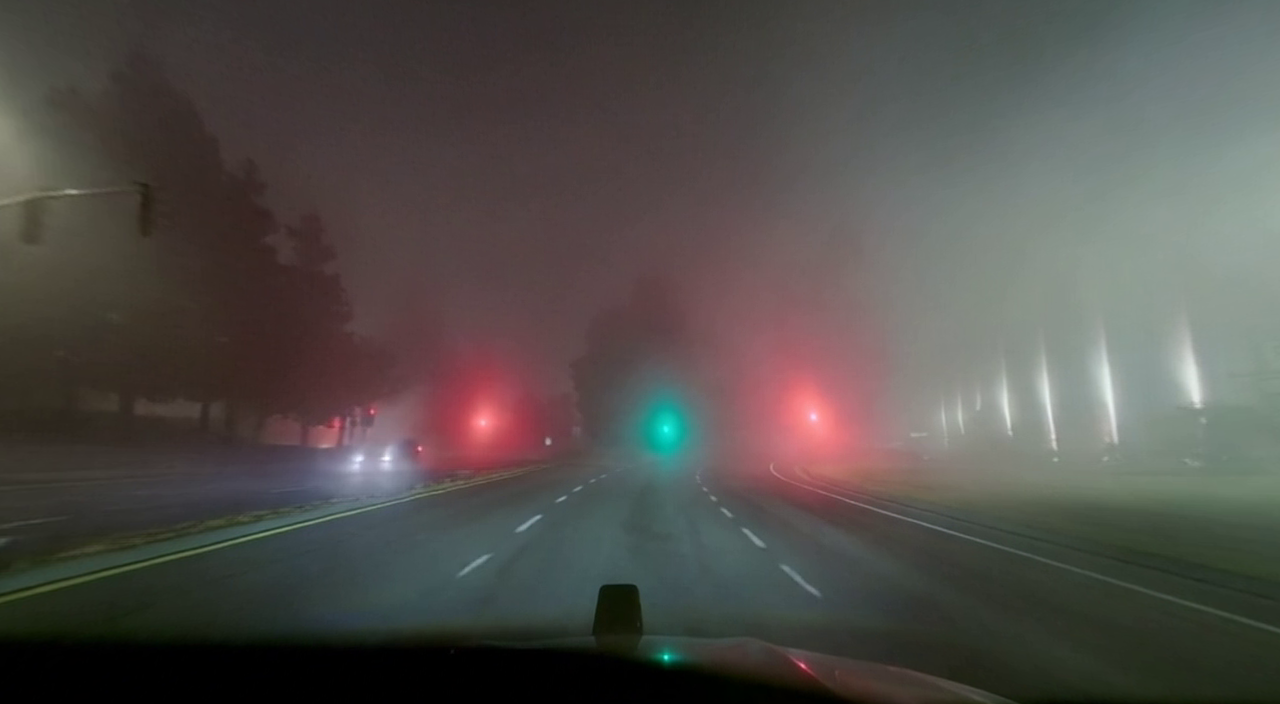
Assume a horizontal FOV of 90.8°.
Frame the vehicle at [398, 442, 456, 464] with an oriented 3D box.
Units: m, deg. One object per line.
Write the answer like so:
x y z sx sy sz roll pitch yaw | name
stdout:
-15.231 7.264 45.490 1.975 1.500 4.814 -1 -8 7 | vehicle

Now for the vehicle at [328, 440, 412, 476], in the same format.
-13.756 5.400 32.532 2.080 1.695 4.454 -1 -8 5 | vehicle
